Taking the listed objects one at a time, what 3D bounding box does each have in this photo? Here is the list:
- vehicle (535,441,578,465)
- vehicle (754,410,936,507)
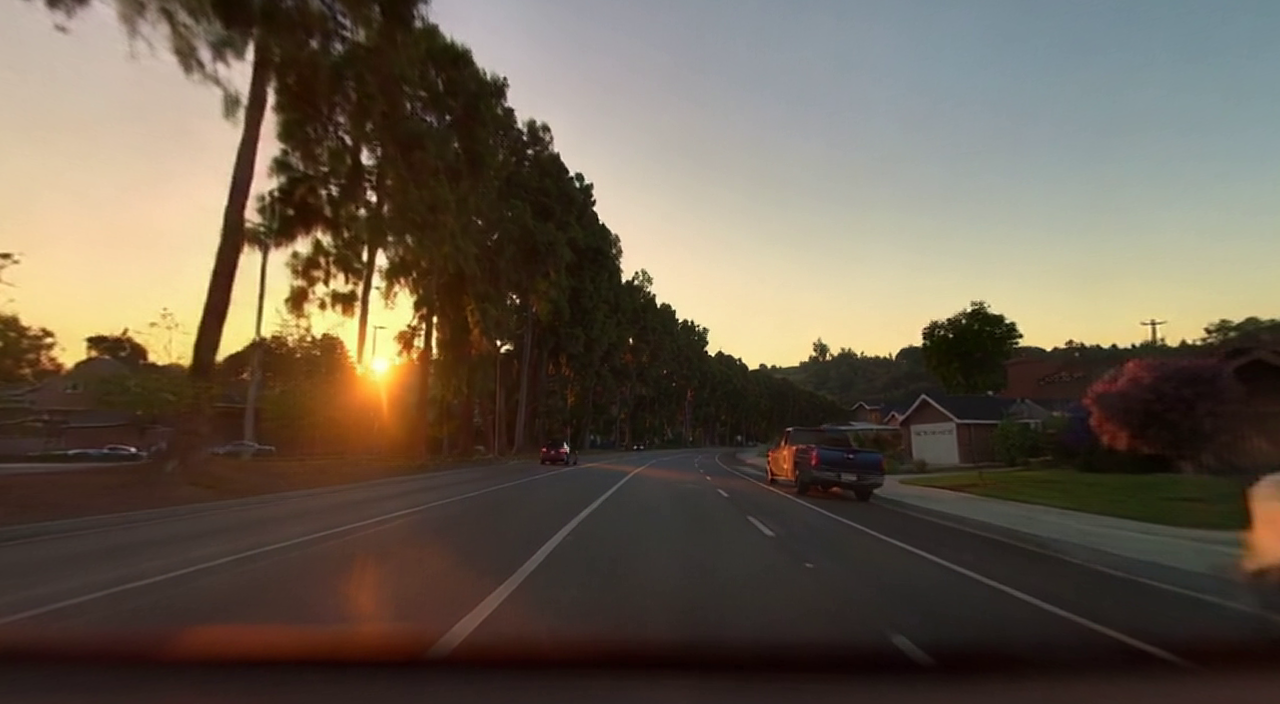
[{"bbox_3d":[-5.307,6.483,40.689,2.060,1.473,4.645,0,-8,2],"label":"vehicle"},{"bbox_3d":[4.888,2.711,16.583,2.695,2.013,6.661,0,-8,1],"label":"vehicle"}]
